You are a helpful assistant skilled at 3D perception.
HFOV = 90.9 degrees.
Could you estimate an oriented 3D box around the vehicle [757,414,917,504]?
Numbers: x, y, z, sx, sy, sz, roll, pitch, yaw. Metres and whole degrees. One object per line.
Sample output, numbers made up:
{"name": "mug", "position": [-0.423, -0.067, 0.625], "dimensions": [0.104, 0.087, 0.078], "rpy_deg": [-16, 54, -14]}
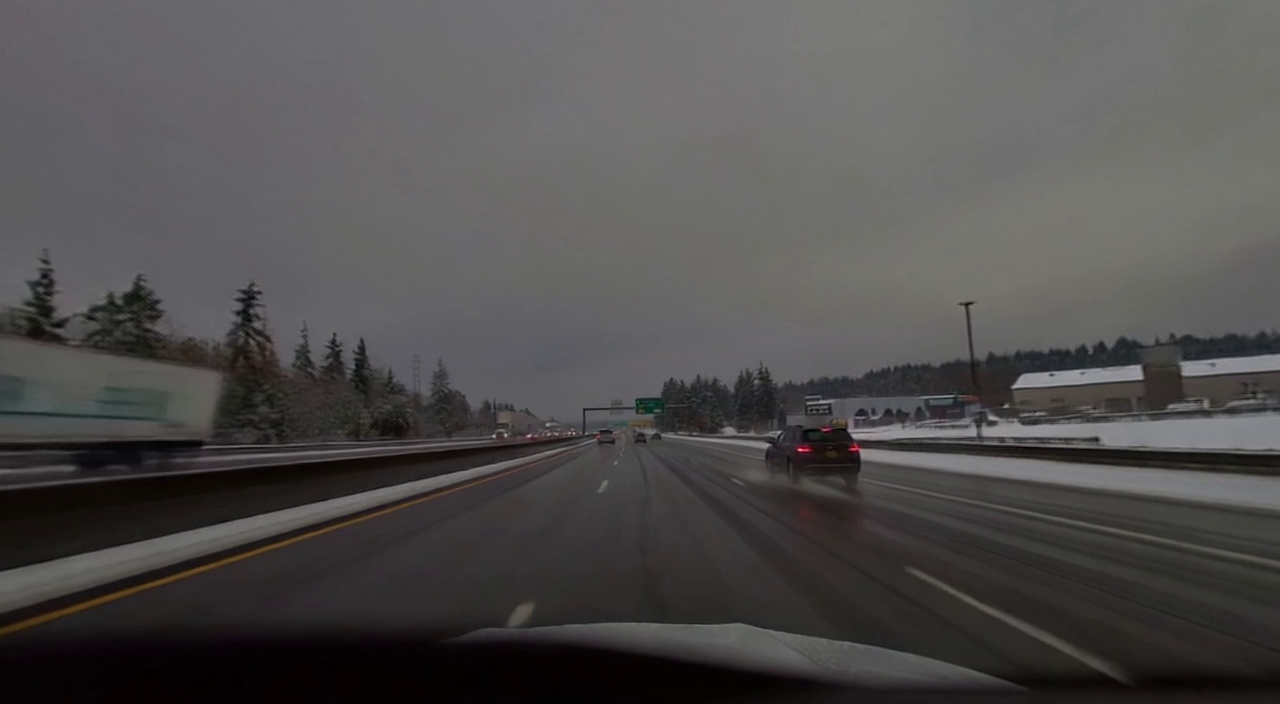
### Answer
{"name": "vehicle", "position": [4.000, 2.244, 13.656], "dimensions": [2.022, 1.637, 4.229], "rpy_deg": [0, -8, -1]}

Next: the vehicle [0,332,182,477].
{"name": "vehicle", "position": [-18.680, 1.326, 16.283], "dimensions": [2.981, 3.857, 14.529], "rpy_deg": [0, -8, -1]}
